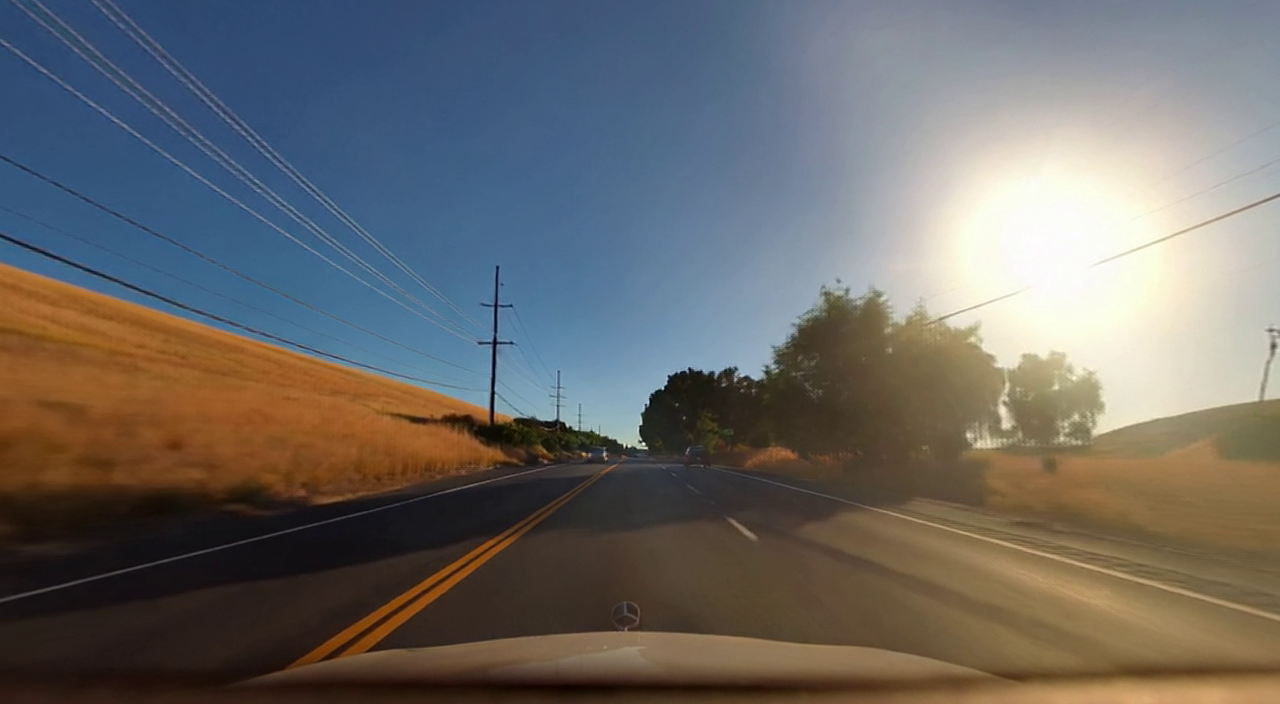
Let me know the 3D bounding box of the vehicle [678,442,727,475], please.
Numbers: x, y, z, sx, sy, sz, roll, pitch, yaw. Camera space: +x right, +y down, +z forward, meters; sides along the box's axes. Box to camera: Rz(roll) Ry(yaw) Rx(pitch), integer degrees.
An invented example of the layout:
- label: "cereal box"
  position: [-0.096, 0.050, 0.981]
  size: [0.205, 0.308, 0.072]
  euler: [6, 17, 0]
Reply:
- label: "vehicle"
  position: [3.330, 5.756, 34.382]
  size: [2.135, 1.692, 4.185]
  euler: [0, -9, -1]
